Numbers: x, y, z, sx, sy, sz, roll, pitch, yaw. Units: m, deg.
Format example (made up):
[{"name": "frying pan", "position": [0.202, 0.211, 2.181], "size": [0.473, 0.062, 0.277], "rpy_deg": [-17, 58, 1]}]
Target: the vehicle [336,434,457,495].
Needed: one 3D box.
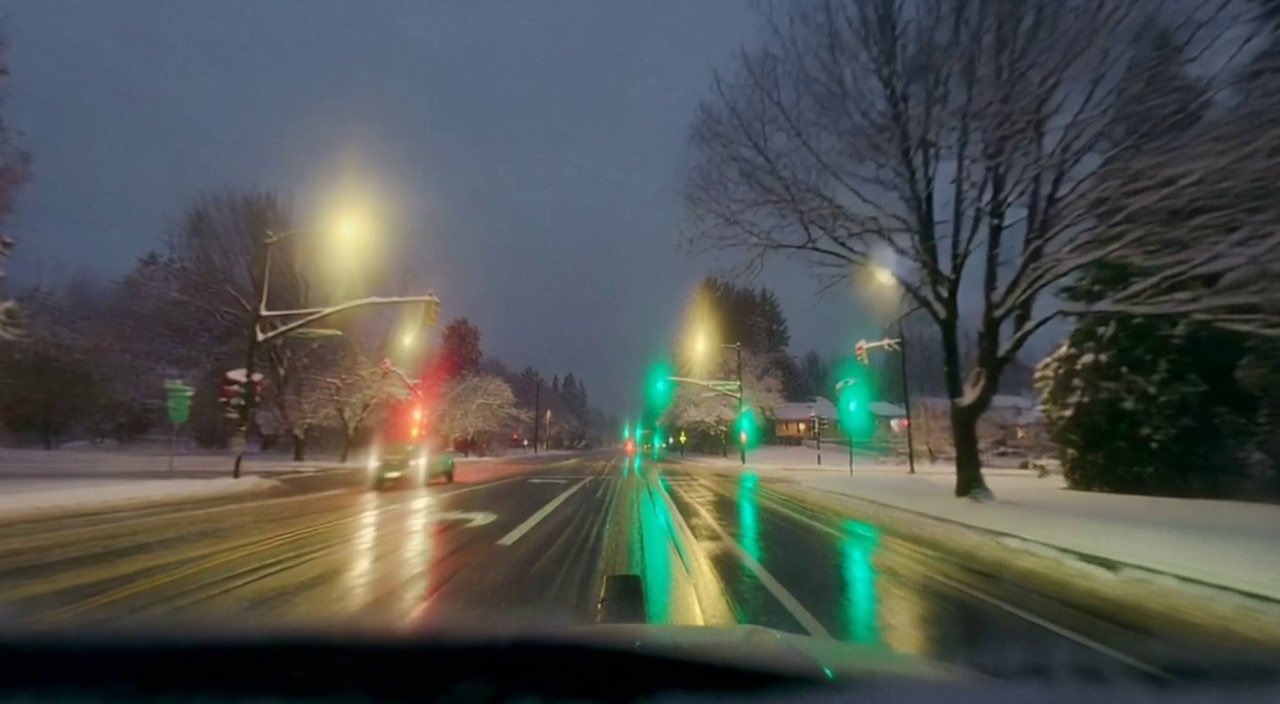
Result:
[{"name": "vehicle", "position": [-7.637, 3.554, 20.375], "size": [2.091, 1.727, 4.413], "rpy_deg": [0, -8, 1]}]
